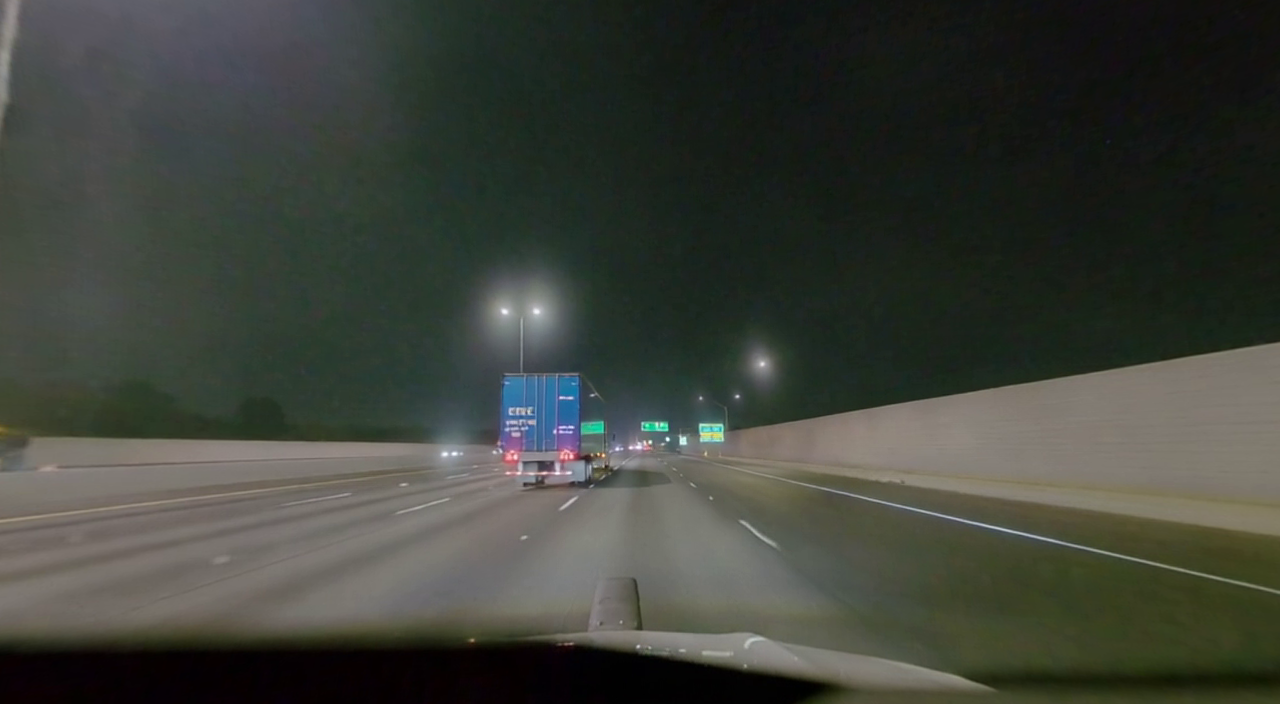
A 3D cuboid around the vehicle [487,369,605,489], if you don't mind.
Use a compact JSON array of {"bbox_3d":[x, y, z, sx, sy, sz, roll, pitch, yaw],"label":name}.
[{"bbox_3d":[-3.405,3.367,26.450,3.059,3.956,11.036,0,-9,1],"label":"vehicle"}]
